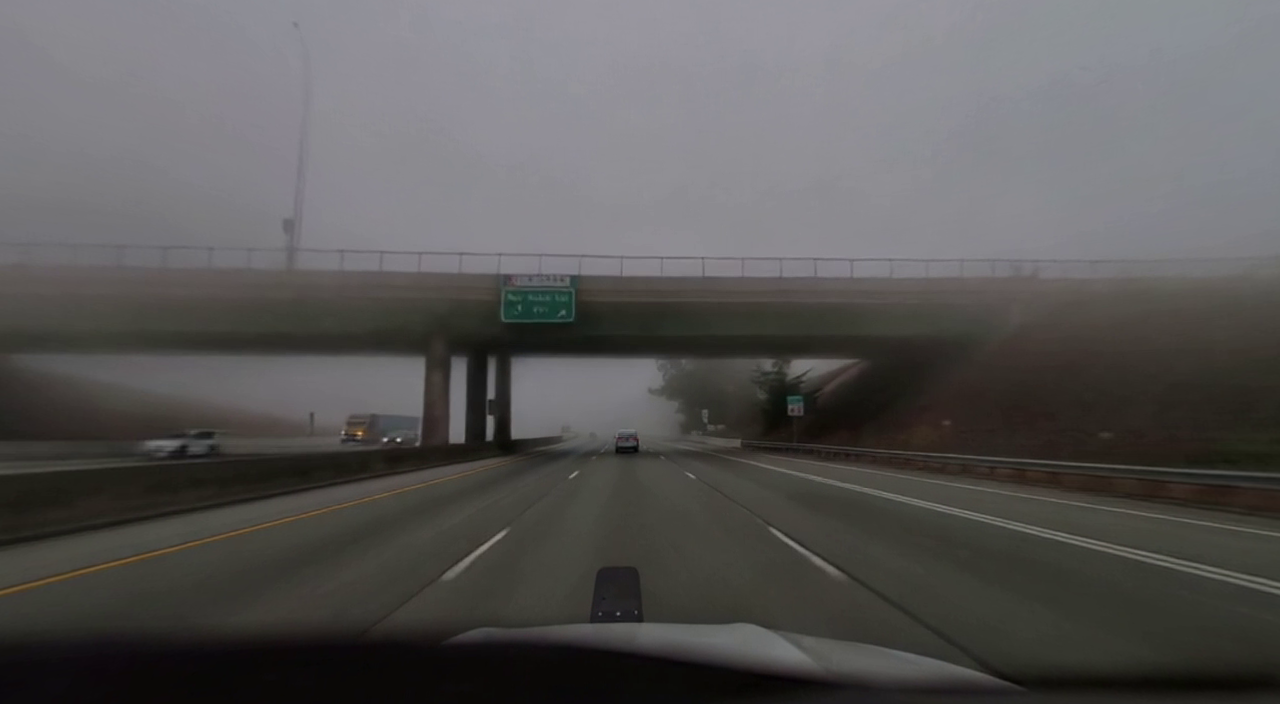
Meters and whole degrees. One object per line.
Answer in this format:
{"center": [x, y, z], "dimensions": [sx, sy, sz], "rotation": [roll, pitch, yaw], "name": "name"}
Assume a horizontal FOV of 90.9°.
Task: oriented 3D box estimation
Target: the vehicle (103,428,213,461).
{"center": [-23.212, 4.466, 30.584], "dimensions": [1.828, 1.475, 4.273], "rotation": [0, -8, 2], "name": "vehicle"}

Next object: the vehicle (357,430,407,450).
{"center": [-20.189, 6.905, 49.514], "dimensions": [1.823, 1.506, 4.663], "rotation": [0, -8, 1], "name": "vehicle"}

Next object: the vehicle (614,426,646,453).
{"center": [-0.803, 6.590, 47.319], "dimensions": [2.277, 1.913, 4.510], "rotation": [0, -7, -2], "name": "vehicle"}
